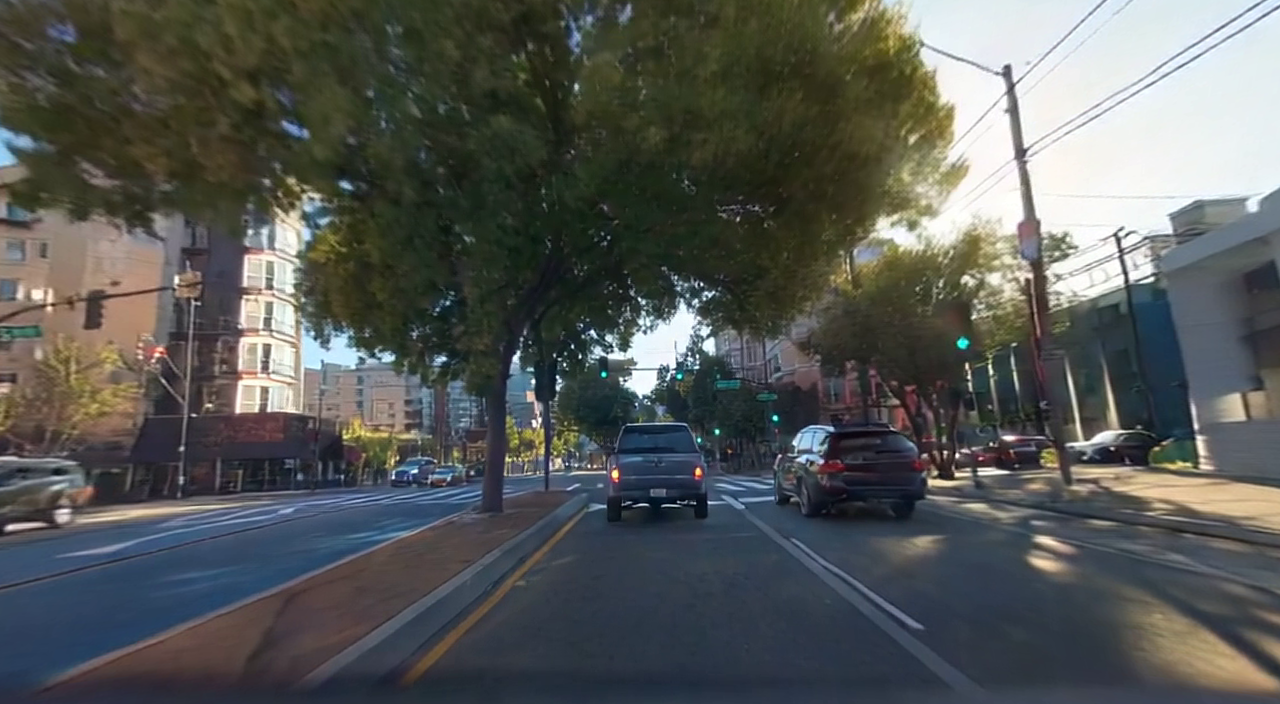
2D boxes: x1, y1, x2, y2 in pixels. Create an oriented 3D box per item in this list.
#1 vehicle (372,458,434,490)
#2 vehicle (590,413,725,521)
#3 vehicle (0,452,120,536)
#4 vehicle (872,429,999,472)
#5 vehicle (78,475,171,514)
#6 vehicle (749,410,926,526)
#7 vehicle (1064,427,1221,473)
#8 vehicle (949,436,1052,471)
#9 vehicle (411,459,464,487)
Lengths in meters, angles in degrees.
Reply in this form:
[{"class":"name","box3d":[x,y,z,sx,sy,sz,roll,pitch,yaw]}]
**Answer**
[{"class":"vehicle","box3d":[-17.090,8.806,45.846,2.185,1.998,5.820,0,-9,0]},{"class":"vehicle","box3d":[0.304,2.190,12.439,2.209,1.748,4.130,0,-9,1]},{"class":"vehicle","box3d":[-17.624,3.744,16.661,2.267,2.097,6.350,0,-9,1]},{"class":"vehicle","box3d":[14.355,4.829,30.952,5.156,2.005,2.122,-1,-9,7]},{"class":"vehicle","box3d":[-27.520,7.600,33.725,3.416,1.466,1.840,-6,-6,-1]},{"class":"vehicle","box3d":[3.364,2.071,11.685,1.939,1.746,4.091,0,-9,0]},{"class":"vehicle","box3d":[18.997,3.735,24.004,4.248,1.642,1.961,0,-9,0]},{"class":"vehicle","box3d":[18.987,5.350,33.369,4.279,1.772,1.851,0,-9,0]},{"class":"vehicle","box3d":[-13.263,7.961,41.627,2.035,1.619,4.327,0,-9,1]}]
